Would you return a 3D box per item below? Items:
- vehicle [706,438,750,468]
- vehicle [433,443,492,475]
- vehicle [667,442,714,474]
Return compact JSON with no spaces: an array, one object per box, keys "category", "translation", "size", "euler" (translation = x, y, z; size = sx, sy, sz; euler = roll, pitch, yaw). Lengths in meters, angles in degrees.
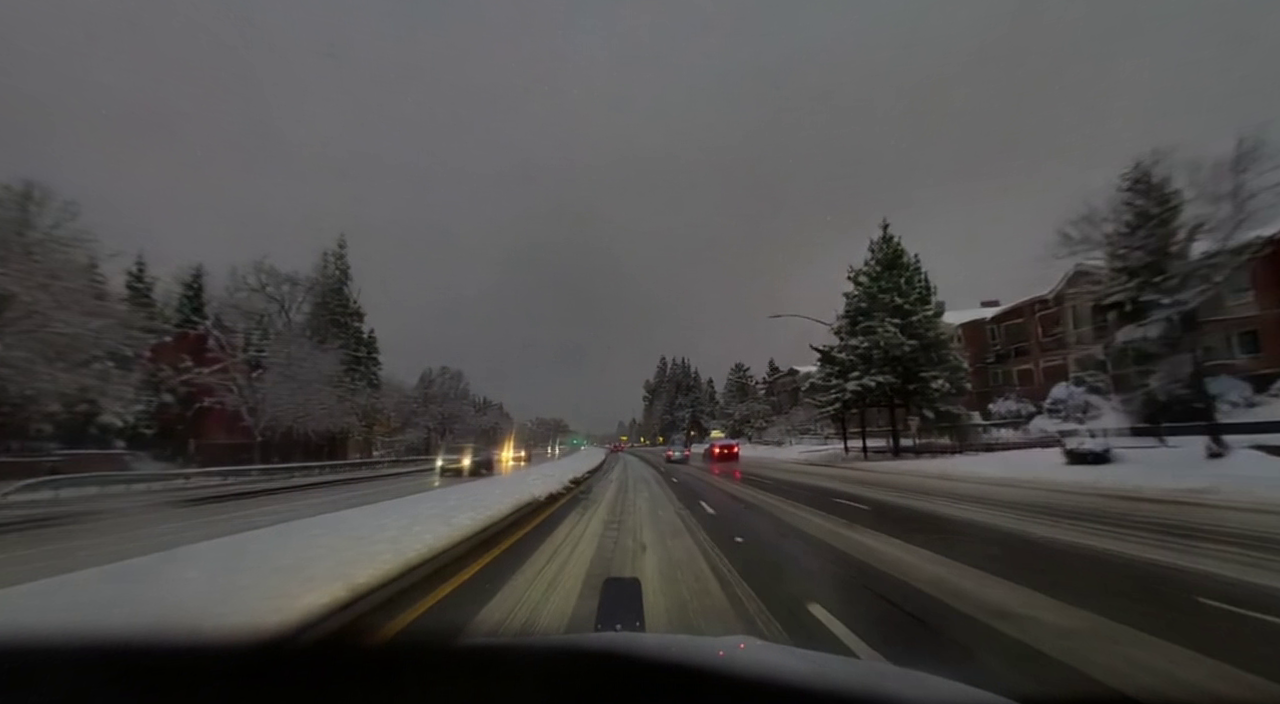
[{"category":"vehicle","translation":[5.552,6.414,40.372],"size":[1.946,1.773,4.641],"euler":[0,-9,-2]},{"category":"vehicle","translation":[-9.351,5.660,33.697],"size":[1.843,1.564,4.811],"euler":[0,-9,-1]},{"category":"vehicle","translation":[2.502,5.400,32.405],"size":[1.917,1.538,4.259],"euler":[0,-9,-2]}]
